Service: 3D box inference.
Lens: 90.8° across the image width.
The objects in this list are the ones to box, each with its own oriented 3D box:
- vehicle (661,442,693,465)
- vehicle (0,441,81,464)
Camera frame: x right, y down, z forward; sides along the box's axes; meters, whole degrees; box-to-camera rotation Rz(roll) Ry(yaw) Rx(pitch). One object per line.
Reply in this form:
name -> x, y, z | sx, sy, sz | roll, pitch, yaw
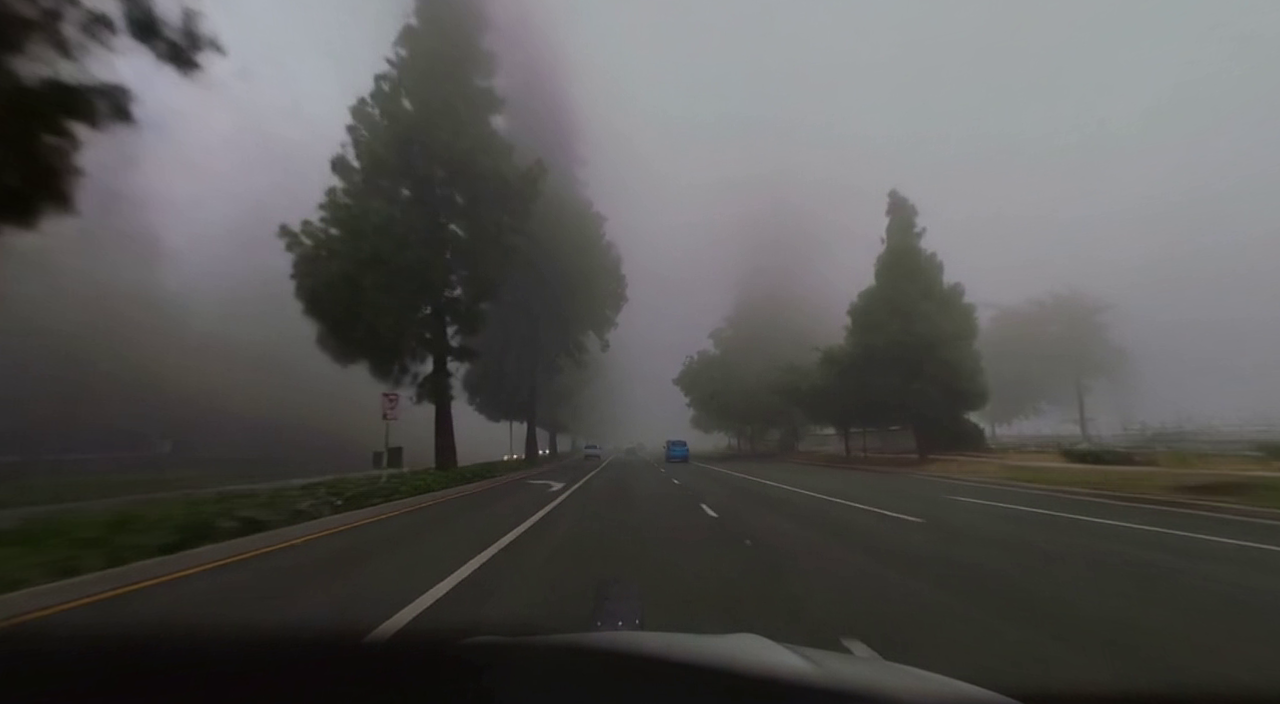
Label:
vehicle -> 2.816, 7.788, 48.652 | 2.072, 1.696, 4.177 | 0, -9, -2
vehicle -> -44.517, 7.456, 46.823 | 4.131, 1.521, 1.901 | -2, -10, -4
